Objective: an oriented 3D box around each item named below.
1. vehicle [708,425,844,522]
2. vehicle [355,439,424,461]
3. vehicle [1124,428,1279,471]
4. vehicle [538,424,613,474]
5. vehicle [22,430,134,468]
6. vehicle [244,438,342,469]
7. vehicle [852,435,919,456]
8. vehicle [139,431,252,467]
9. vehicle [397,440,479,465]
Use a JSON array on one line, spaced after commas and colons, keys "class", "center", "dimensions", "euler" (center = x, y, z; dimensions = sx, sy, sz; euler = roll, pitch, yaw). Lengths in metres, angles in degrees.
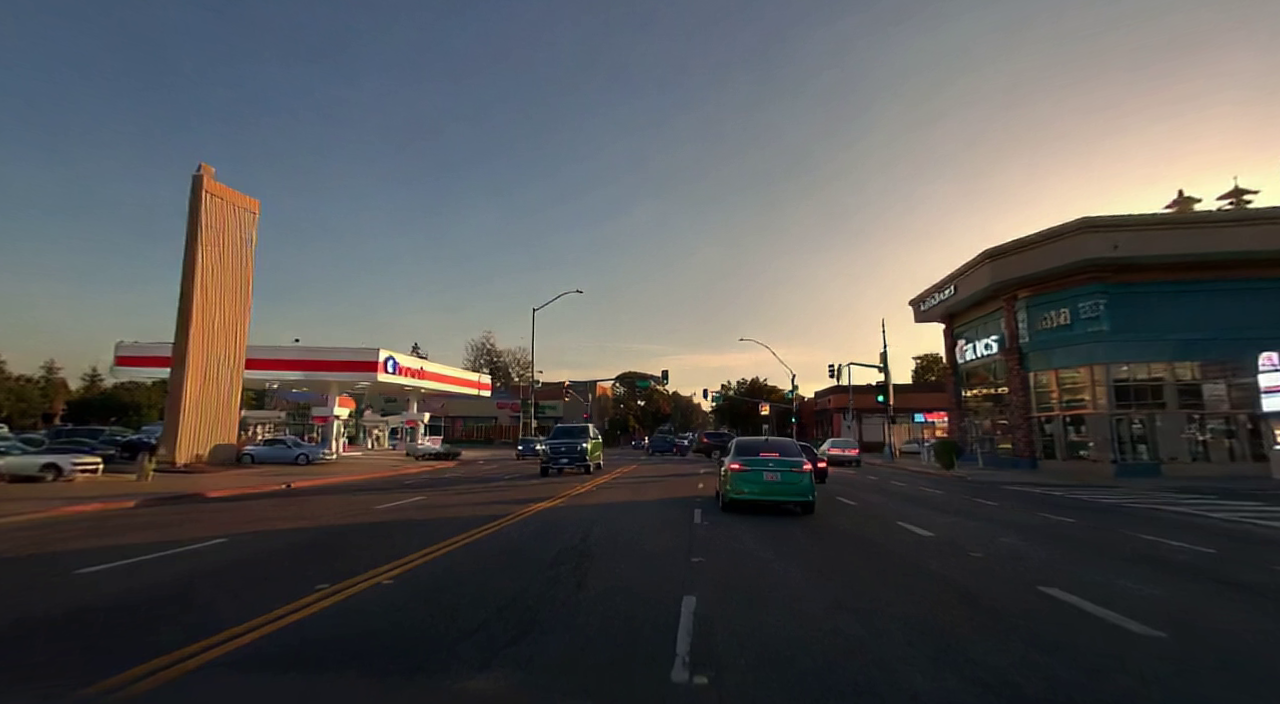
[{"class": "vehicle", "center": [2.413, 2.272, 12.378], "dimensions": [1.995, 1.525, 4.392], "euler": [-1, -8, 5]}, {"class": "vehicle", "center": [-17.826, 6.949, 44.992], "dimensions": [4.294, 1.480, 1.936], "euler": [-3, -9, 19]}, {"class": "vehicle", "center": [21.831, 3.741, 24.398], "dimensions": [1.956, 1.463, 4.500], "euler": [4, -9, -23]}, {"class": "vehicle", "center": [-2.681, 4.249, 27.788], "dimensions": [2.334, 1.966, 5.056], "euler": [-1, -8, 5]}, {"class": "vehicle", "center": [-32.903, 5.690, 36.992], "dimensions": [5.687, 2.081, 2.191], "euler": [-3, -8, 18]}, {"class": "vehicle", "center": [-17.879, 5.204, 32.528], "dimensions": [4.610, 1.515, 2.112], "euler": [-4, -9, 27]}, {"class": "vehicle", "center": [18.826, 7.197, 48.565], "dimensions": [4.510, 1.483, 1.774], "euler": [-5, -10, 30]}, {"class": "vehicle", "center": [-24.445, 5.340, 34.800], "dimensions": [4.975, 1.863, 2.443], "euler": [-3, -9, 18]}, {"class": "vehicle", "center": [-12.616, 6.290, 39.671], "dimensions": [1.854, 1.501, 4.561], "euler": [-8, -11, 41]}]
